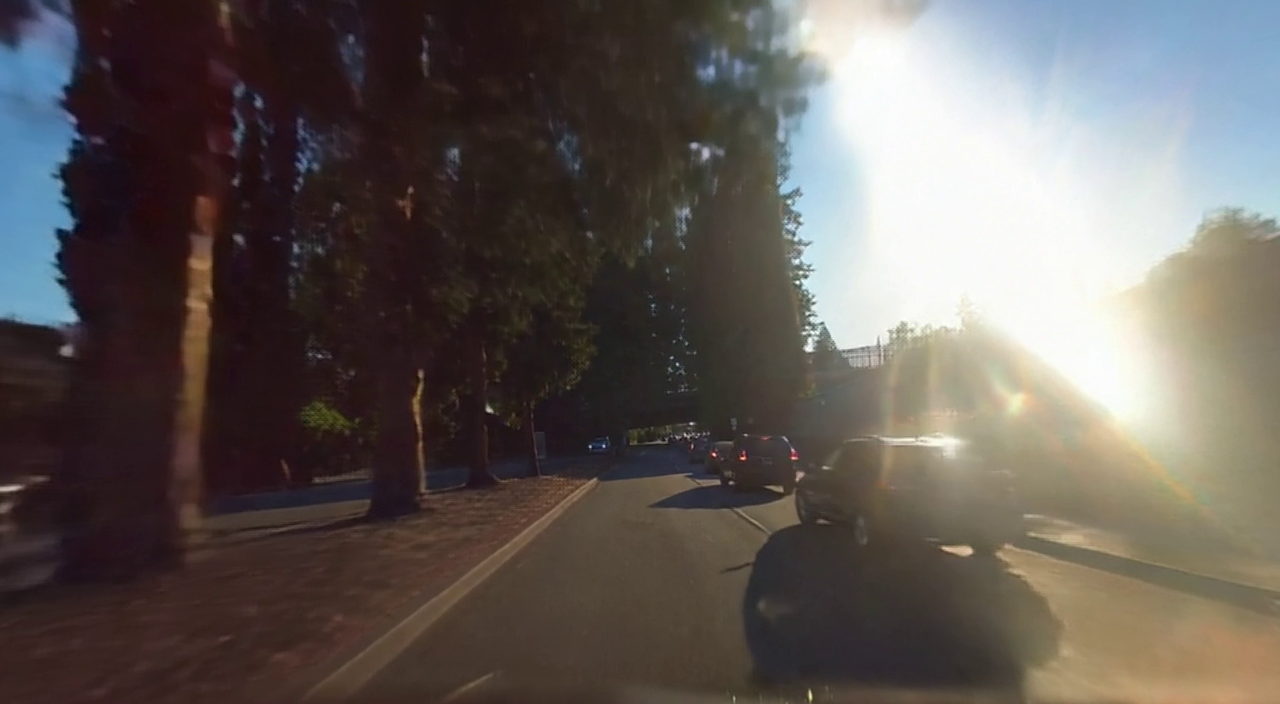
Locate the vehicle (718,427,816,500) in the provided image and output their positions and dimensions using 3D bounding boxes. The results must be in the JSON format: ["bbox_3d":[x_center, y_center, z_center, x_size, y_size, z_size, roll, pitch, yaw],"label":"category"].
[{"bbox_3d":[3.607,3.261,18.770,1.985,1.895,4.496,0,-9,0],"label":"vehicle"}]

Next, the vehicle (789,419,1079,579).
[{"bbox_3d":[3.655,1.891,8.954,1.972,1.682,4.397,0,-9,0],"label":"vehicle"}]
